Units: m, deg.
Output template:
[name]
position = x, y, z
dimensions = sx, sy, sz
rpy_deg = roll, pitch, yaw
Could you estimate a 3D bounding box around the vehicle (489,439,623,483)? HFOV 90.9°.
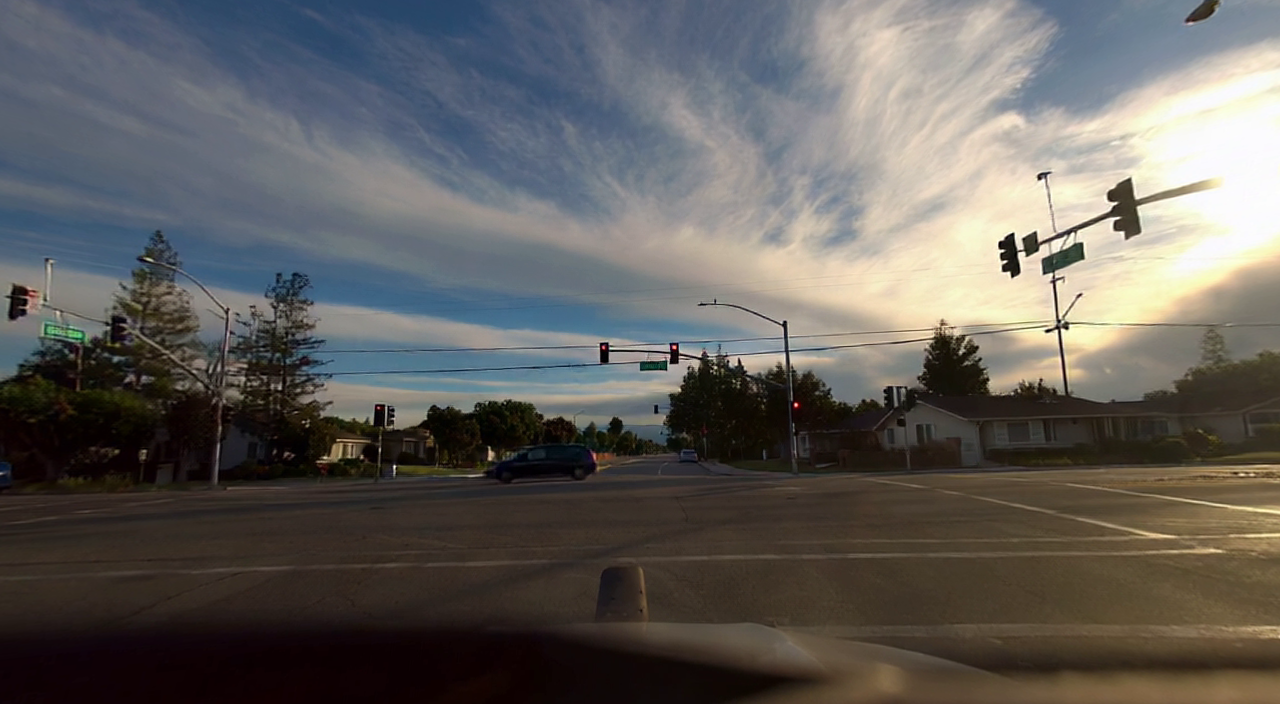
[vehicle]
position = -2.906, 3.892, 22.646
dimensions = 4.562, 1.460, 1.822
rpy_deg = 0, -8, 0
